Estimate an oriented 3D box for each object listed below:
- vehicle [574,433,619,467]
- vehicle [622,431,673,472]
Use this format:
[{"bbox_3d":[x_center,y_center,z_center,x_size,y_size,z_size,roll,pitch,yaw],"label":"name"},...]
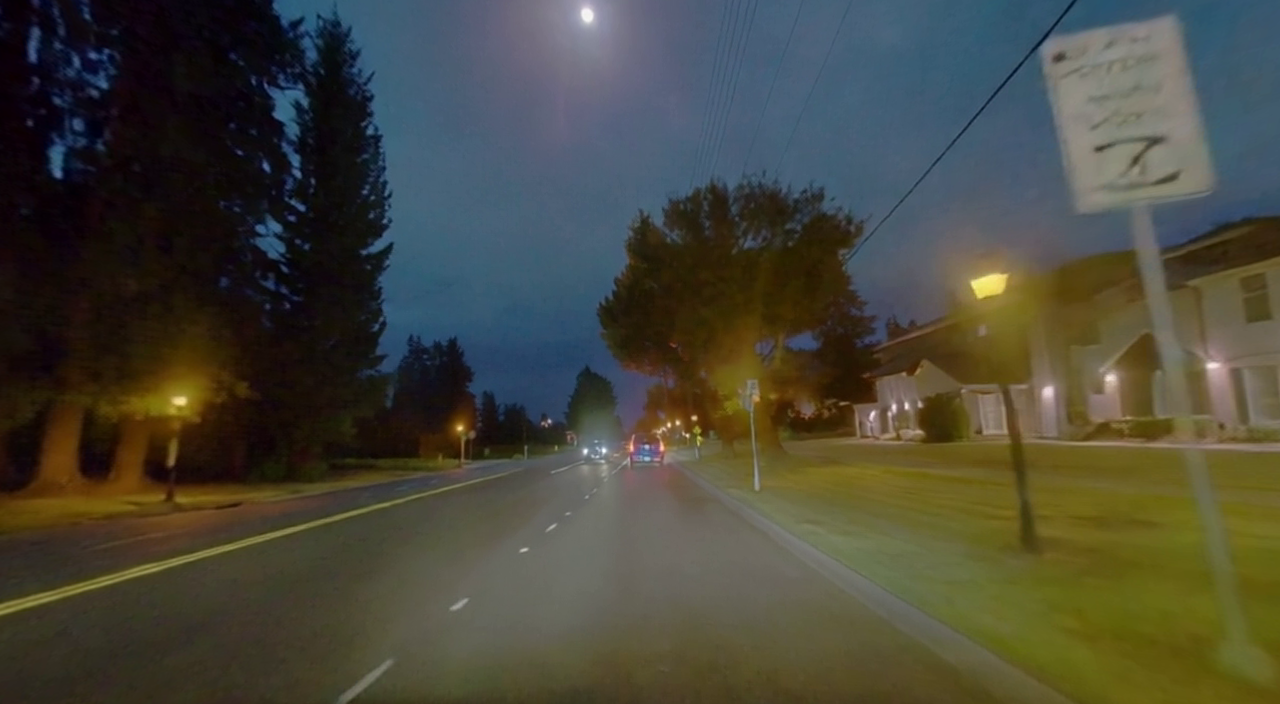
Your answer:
[{"bbox_3d":[-2.385,5.530,35.625,2.157,1.765,4.303,-1,-9,2],"label":"vehicle"},{"bbox_3d":[0.304,4.505,28.586,2.120,1.718,3.909,0,-9,0],"label":"vehicle"}]
